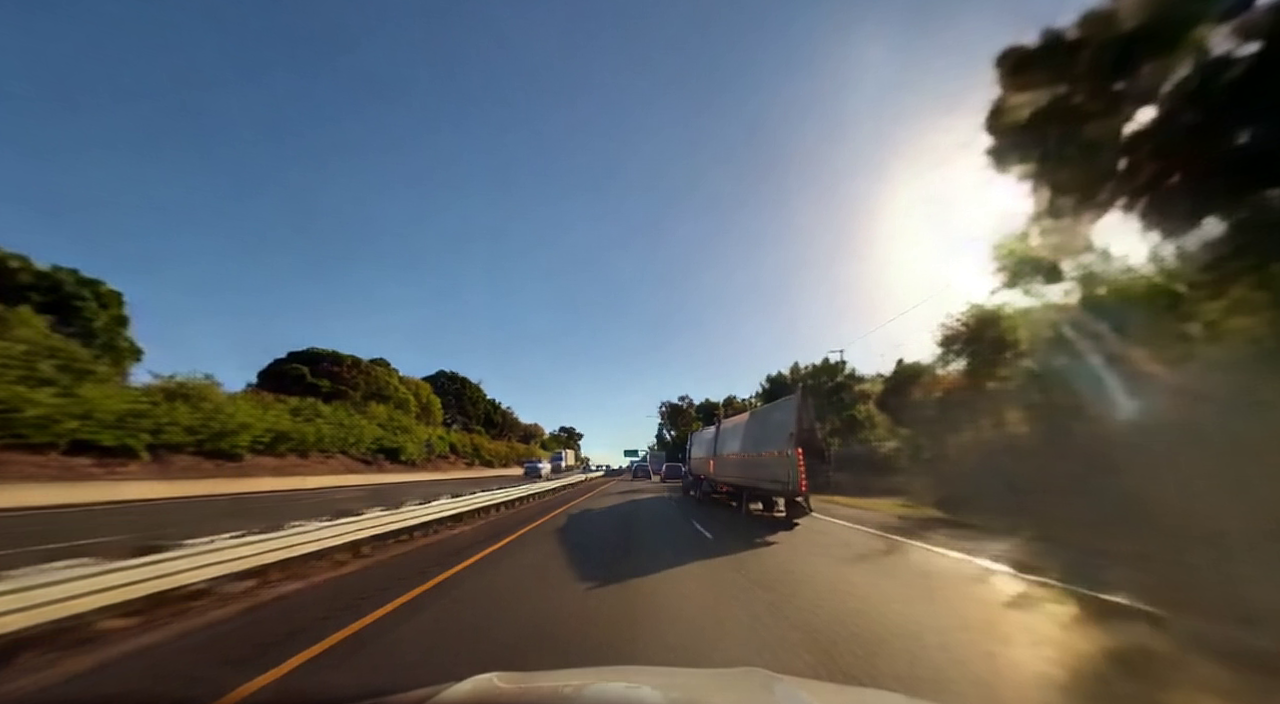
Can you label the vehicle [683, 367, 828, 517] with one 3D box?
[{"bbox_3d":[3.640,3.722,24.373,2.863,4.088,14.040,1,-10,0],"label":"vehicle"}]
